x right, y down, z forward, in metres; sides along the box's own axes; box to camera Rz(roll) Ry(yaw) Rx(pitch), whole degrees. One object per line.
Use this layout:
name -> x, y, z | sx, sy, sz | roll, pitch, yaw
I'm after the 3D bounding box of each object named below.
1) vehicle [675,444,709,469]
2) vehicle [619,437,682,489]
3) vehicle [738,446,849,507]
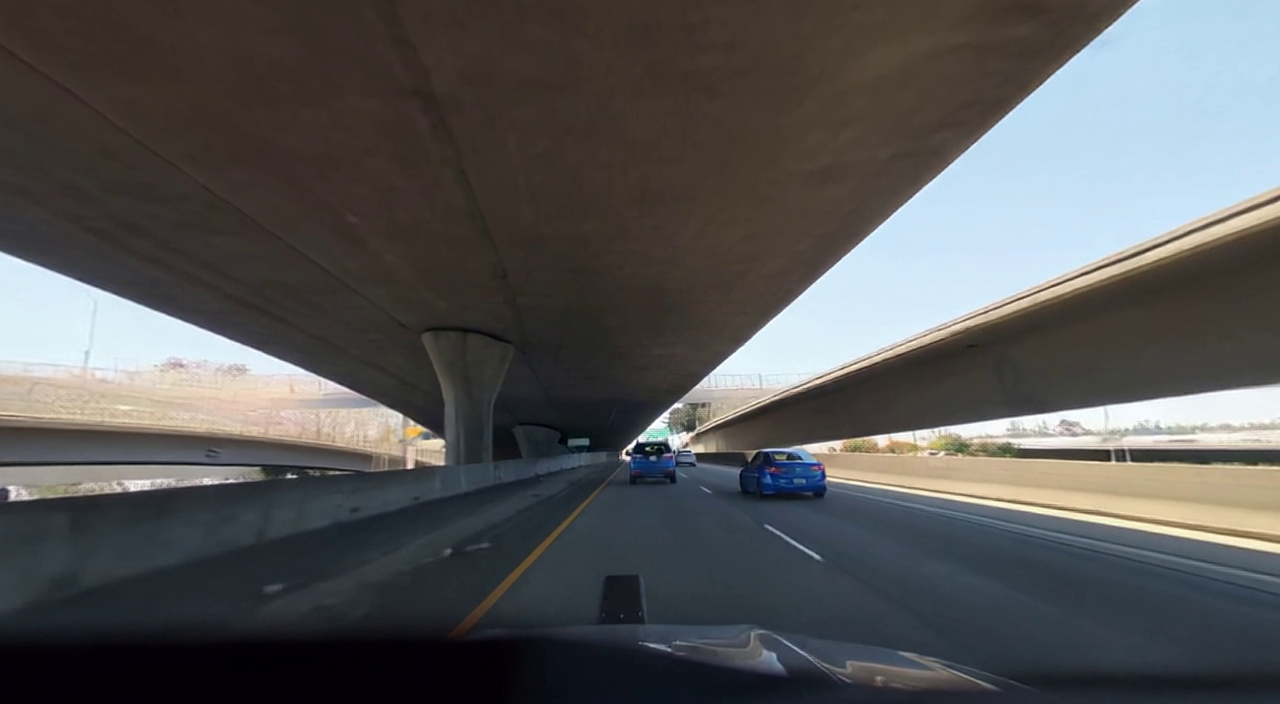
vehicle -> 3.716, 7.602, 45.765 | 2.047, 1.700, 4.069 | 0, -9, -1
vehicle -> 0.359, 4.346, 24.968 | 2.264, 1.841, 4.583 | 0, -9, -1
vehicle -> 4.189, 3.449, 17.934 | 2.047, 1.500, 4.017 | 0, -9, -2
